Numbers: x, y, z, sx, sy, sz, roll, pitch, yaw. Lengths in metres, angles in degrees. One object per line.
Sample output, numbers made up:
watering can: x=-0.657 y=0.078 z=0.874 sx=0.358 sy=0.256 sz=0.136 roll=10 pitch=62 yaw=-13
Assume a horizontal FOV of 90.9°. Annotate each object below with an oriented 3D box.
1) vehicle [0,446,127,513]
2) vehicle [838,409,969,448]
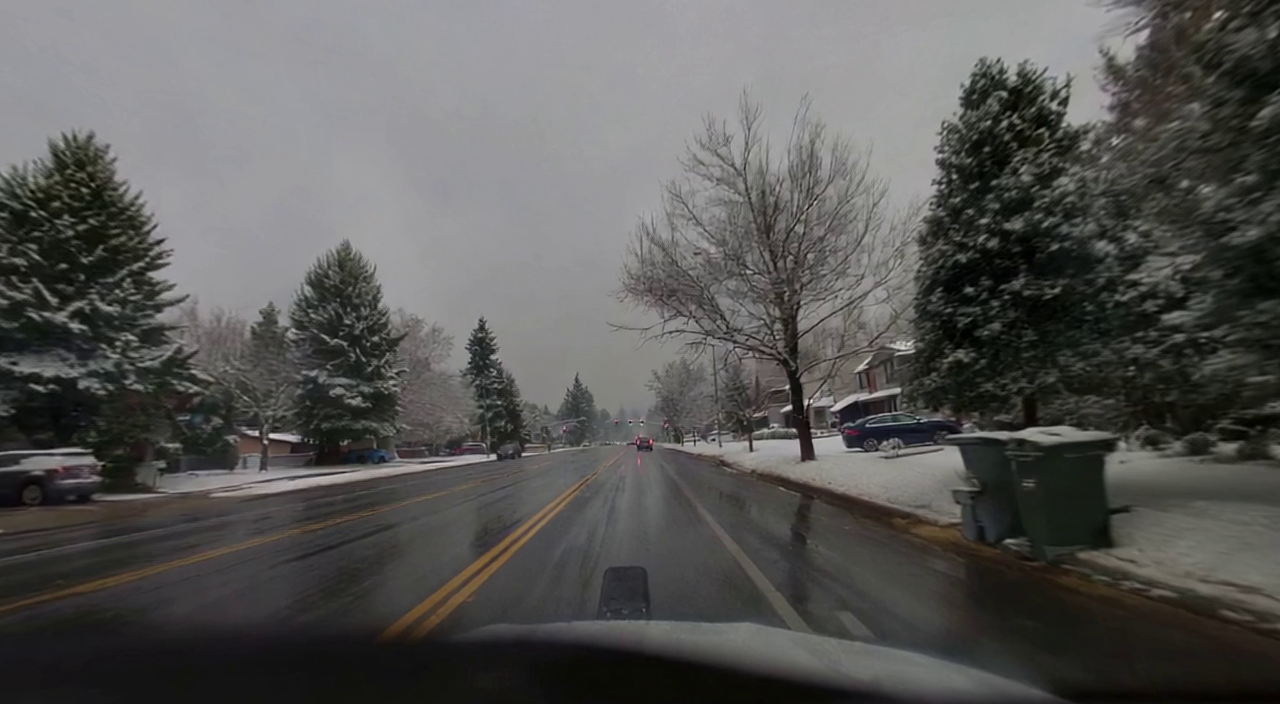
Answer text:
vehicle: x=-19.675 y=4.203 z=21.263 sx=1.926 sy=2.039 sz=3.339 roll=0 pitch=-8 yaw=-4
vehicle: x=11.363 y=3.396 z=27.564 sx=4.996 sy=1.563 sz=1.984 roll=-3 pitch=-9 yaw=15
